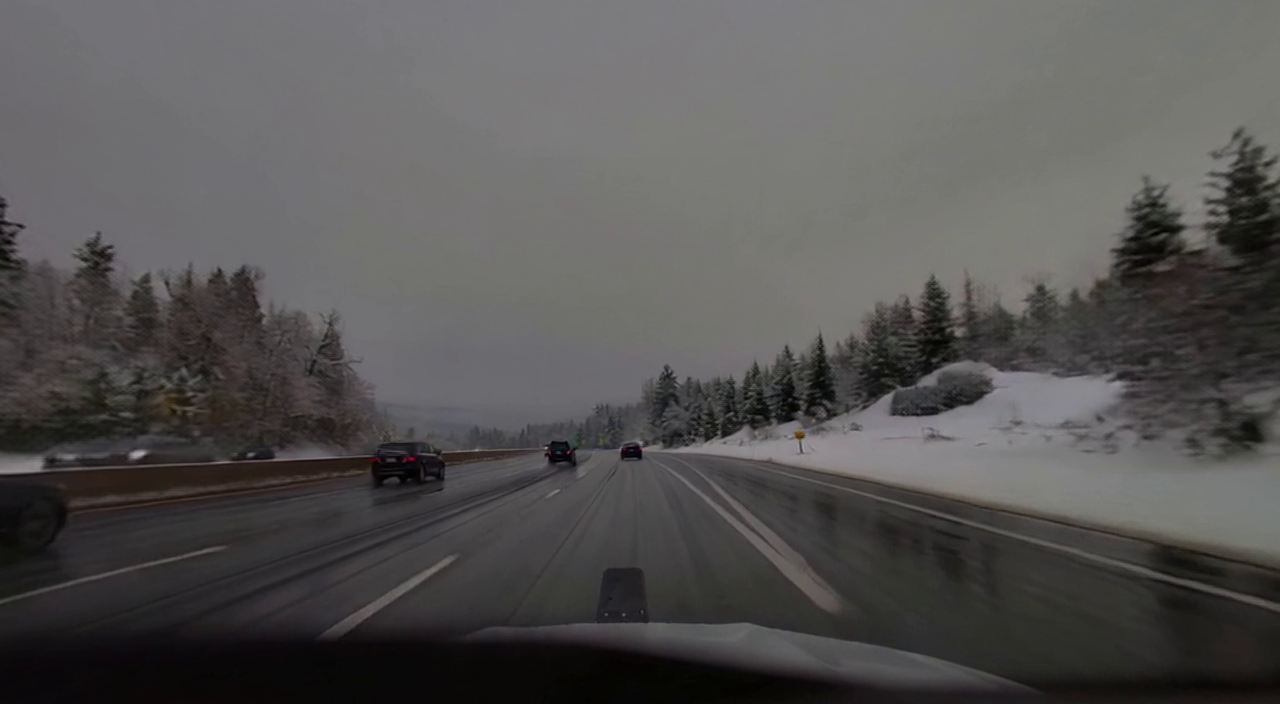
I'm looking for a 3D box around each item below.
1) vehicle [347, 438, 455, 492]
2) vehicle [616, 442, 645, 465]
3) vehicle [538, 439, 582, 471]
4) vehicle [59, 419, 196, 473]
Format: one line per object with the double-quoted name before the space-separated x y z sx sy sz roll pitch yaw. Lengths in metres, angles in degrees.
"vehicle" -7.936 3.780 21.399 2.086 1.628 4.039 0 -8 -1
"vehicle" -0.664 6.939 43.151 1.881 1.460 3.694 0 -8 -1
"vehicle" -4.391 5.734 35.309 1.991 1.610 4.606 0 -8 -1
"vehicle" -27.470 5.101 34.196 2.332 2.632 5.928 0 -8 0
